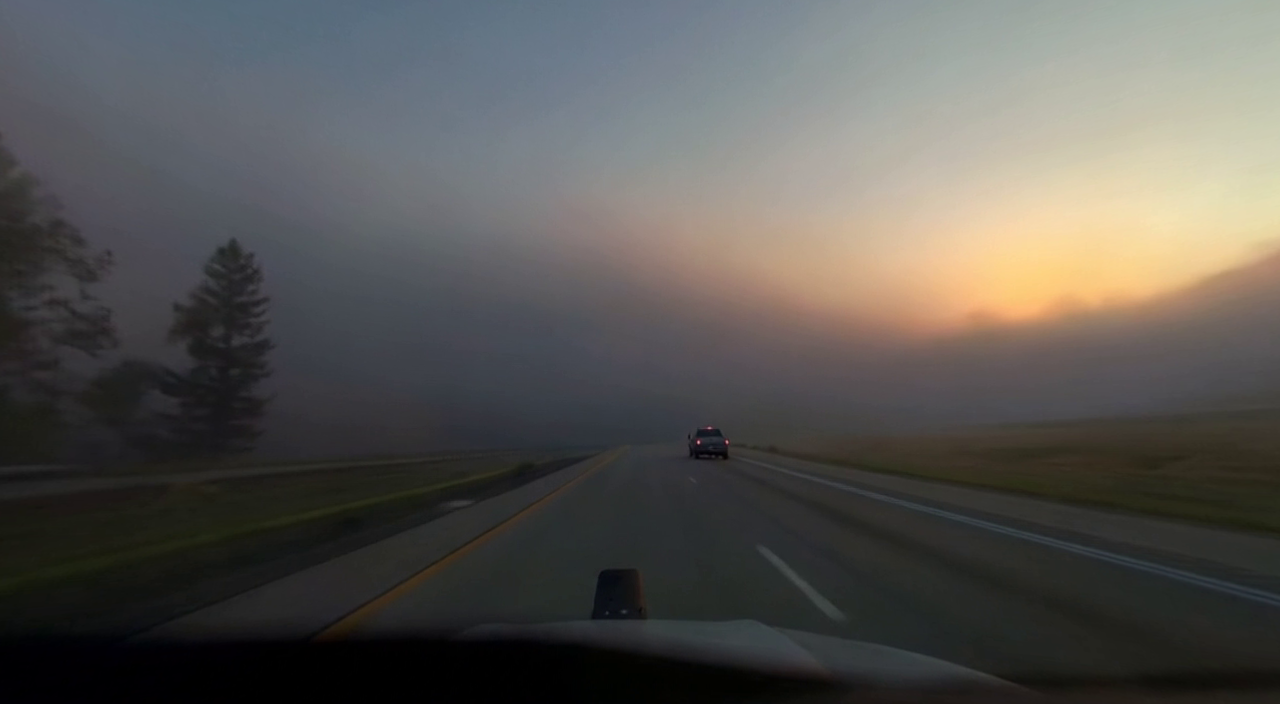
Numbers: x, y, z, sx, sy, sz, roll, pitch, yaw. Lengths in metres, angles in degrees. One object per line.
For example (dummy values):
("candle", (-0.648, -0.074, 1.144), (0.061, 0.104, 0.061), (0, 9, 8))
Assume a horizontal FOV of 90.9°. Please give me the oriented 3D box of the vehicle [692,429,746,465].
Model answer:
("vehicle", (3.787, 4.622, 30.850), (2.157, 1.640, 4.056), (0, -8, 1))
